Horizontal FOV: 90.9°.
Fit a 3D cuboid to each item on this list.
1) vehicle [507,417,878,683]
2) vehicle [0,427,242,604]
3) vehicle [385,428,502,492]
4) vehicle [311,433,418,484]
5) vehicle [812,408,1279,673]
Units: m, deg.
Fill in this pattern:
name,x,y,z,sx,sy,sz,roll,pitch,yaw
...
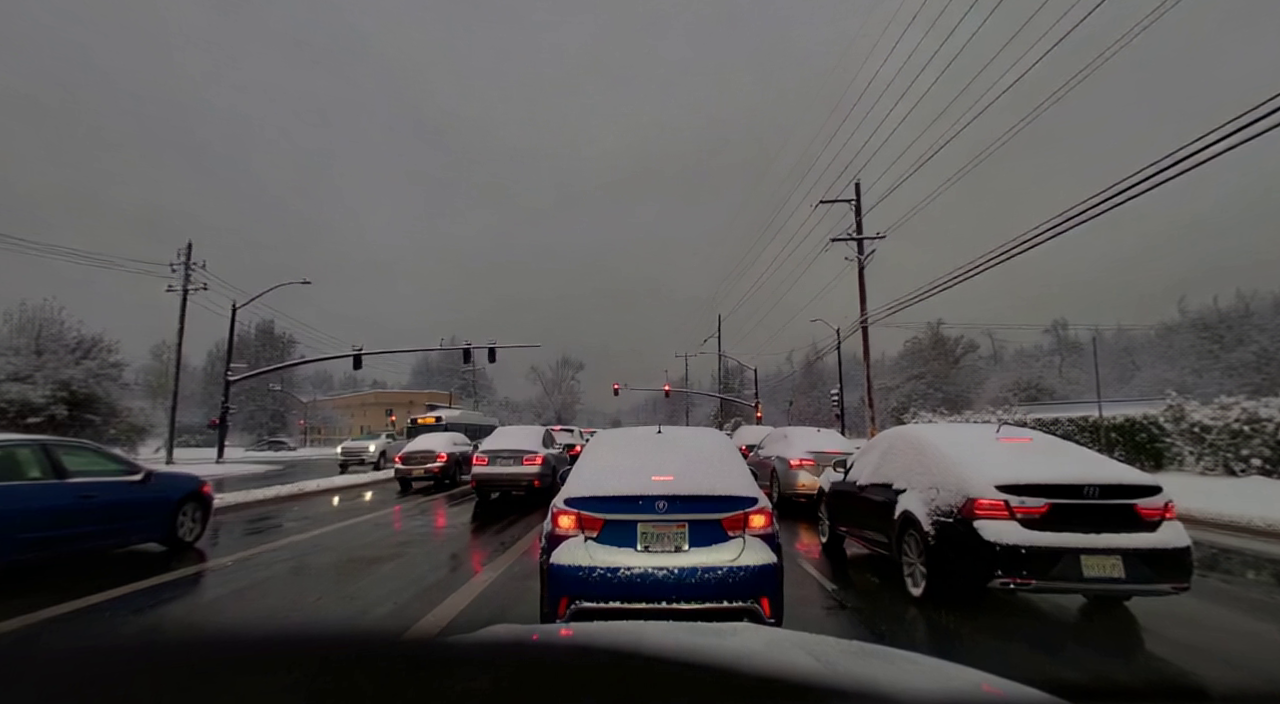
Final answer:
name,x,y,z,sx,sy,sz,roll,pitch,yaw
vehicle,0.279,1.417,5.646,2.109,1.483,3.964,0,-8,-1
vehicle,-6.419,1.517,6.178,1.955,1.497,4.639,-1,-8,1
vehicle,-6.258,3.494,20.897,2.070,1.824,5.196,-1,-8,2
vehicle,-10.617,4.114,24.795,1.981,1.766,4.870,-1,-8,0
vehicle,3.123,1.396,5.802,1.870,1.523,4.096,0,-8,-1
